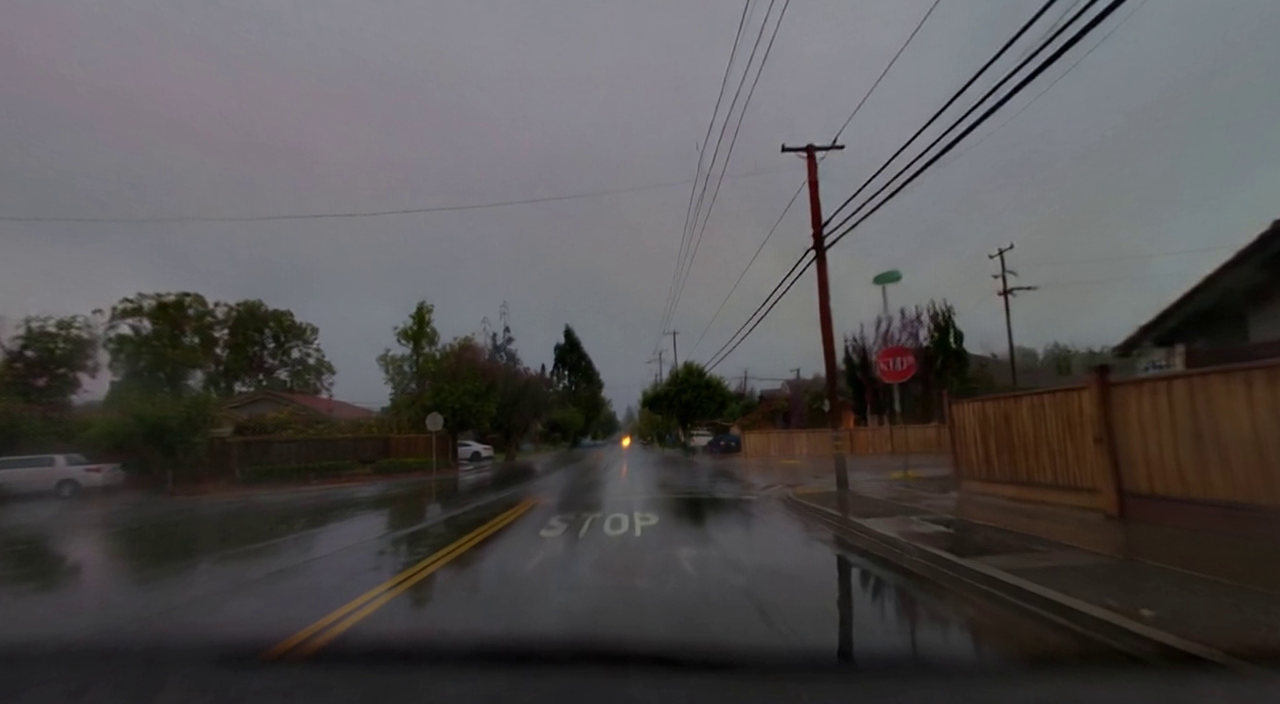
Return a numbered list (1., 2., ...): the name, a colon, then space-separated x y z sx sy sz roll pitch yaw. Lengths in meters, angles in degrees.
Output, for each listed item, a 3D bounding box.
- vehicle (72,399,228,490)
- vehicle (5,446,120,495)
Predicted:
1. vehicle: -20.187 4.113 26.787 2.842 3.181 8.576 5 -12 -22
2. vehicle: -23.667 4.821 26.119 2.083 1.802 4.455 4 -9 -24
